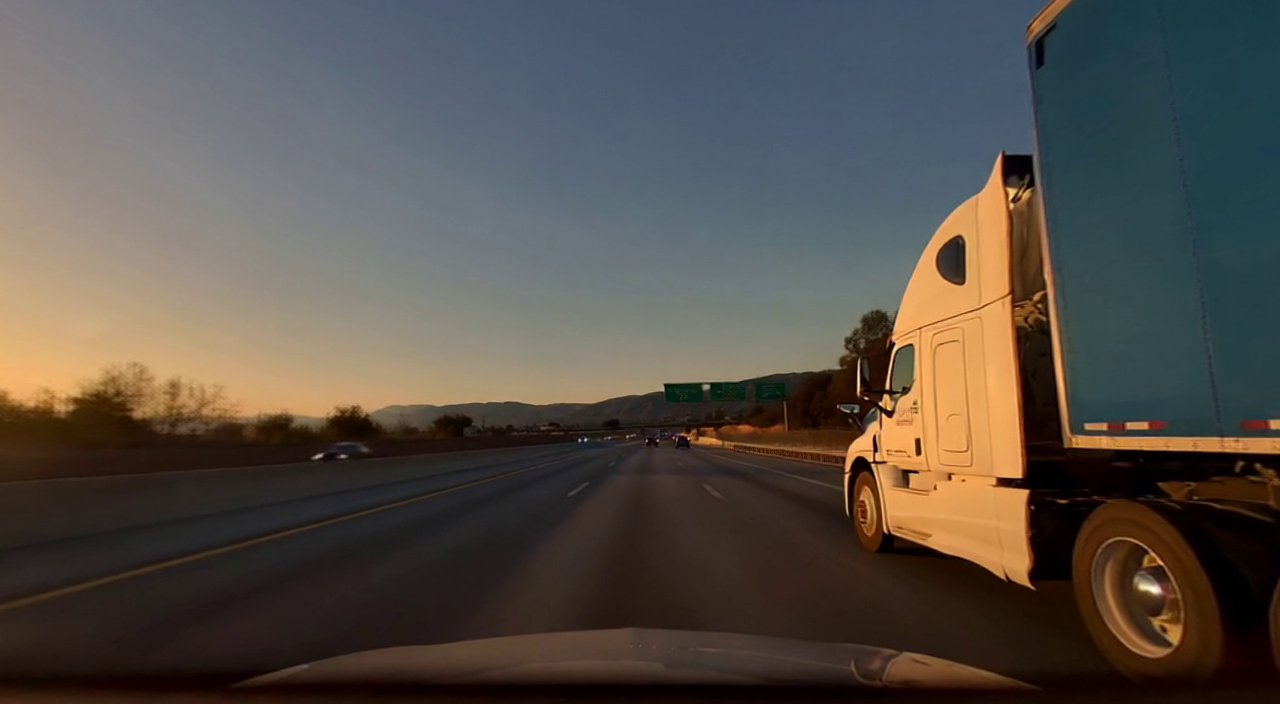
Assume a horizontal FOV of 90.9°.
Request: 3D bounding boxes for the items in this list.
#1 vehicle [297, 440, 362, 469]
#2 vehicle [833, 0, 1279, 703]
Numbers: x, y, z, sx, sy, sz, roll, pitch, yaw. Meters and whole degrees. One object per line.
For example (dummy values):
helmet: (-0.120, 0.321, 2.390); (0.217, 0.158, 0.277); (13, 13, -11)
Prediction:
vehicle: (-21.082, 6.967, 43.058); (1.993, 1.880, 4.717); (0, -8, 0)
vehicle: (3.766, -0.177, 2.756); (3.012, 3.768, 8.945); (0, -8, 0)
